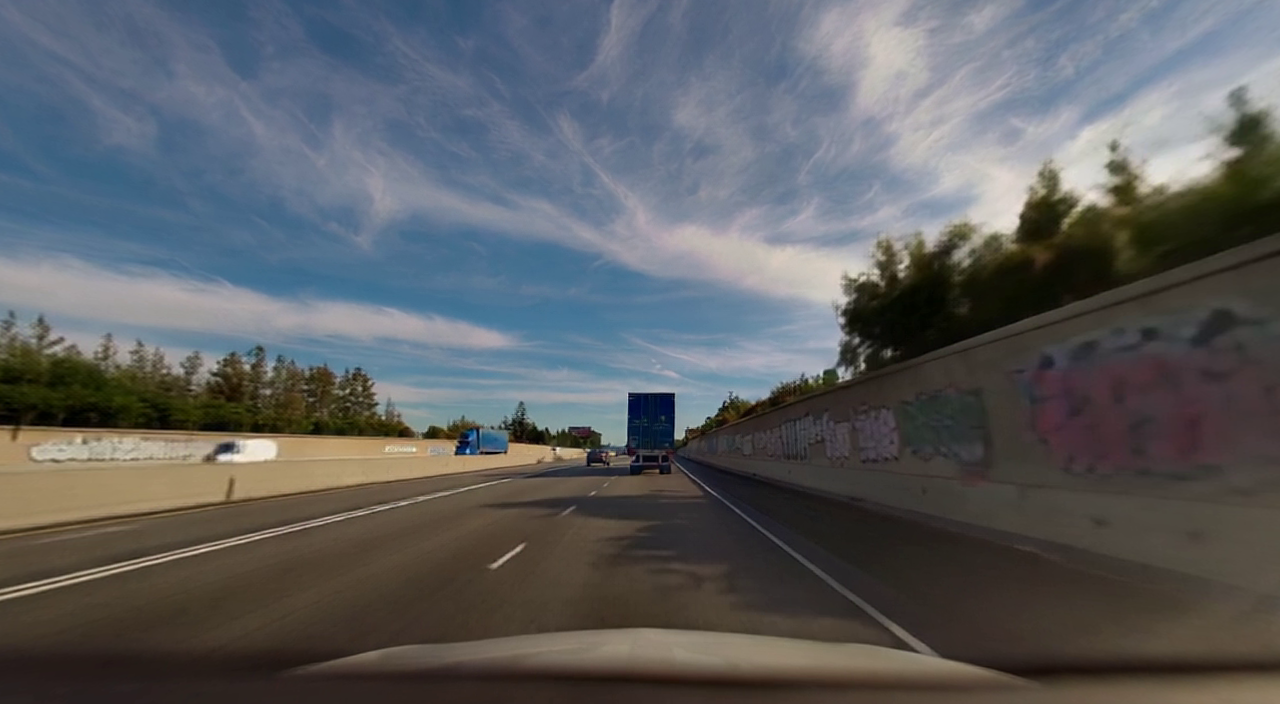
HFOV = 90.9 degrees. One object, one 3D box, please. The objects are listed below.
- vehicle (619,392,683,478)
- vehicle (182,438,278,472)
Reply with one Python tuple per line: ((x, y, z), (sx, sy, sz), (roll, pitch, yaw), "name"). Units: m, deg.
((0.519, 4.788, 35.471), (2.997, 4.069, 10.871), (0, -9, 0), "vehicle")
((-25.129, 6.340, 38.918), (2.170, 1.894, 5.408), (0, -9, 2), "vehicle")
